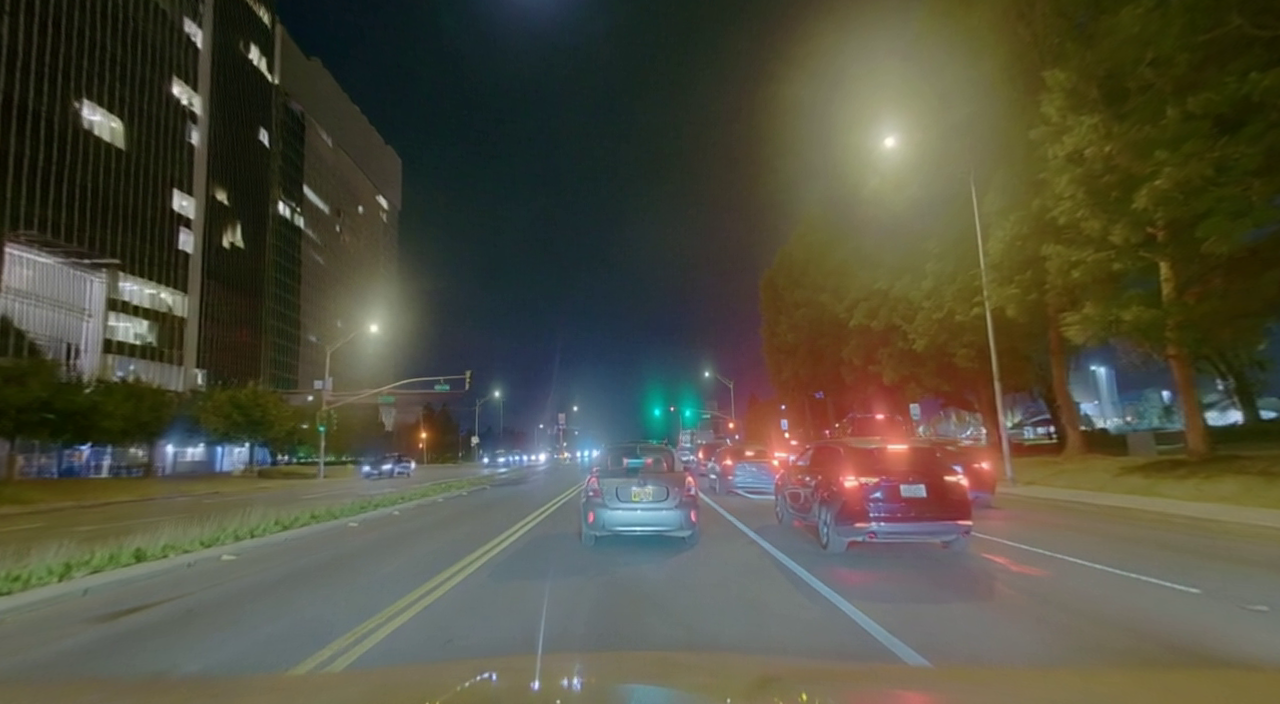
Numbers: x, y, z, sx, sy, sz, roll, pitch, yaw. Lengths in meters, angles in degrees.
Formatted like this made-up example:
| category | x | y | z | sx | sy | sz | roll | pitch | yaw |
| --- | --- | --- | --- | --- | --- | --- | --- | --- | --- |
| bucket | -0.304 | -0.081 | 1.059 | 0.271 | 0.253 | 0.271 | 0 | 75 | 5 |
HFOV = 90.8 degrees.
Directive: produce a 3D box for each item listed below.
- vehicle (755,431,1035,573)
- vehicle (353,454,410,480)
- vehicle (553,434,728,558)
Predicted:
| category | x | y | z | sx | sy | sz | roll | pitch | yaw |
| --- | --- | --- | --- | --- | --- | --- | --- | --- | --- |
| vehicle | 3.126 | 1.924 | 9.022 | 1.995 | 1.483 | 4.533 | 0 | -8 | -2 |
| vehicle | -16.648 | 7.393 | 40.929 | 1.864 | 1.489 | 4.346 | 0 | -8 | 0 |
| vehicle | -0.043 | 2.047 | 9.745 | 2.105 | 1.474 | 4.127 | 0 | -8 | -1 |
